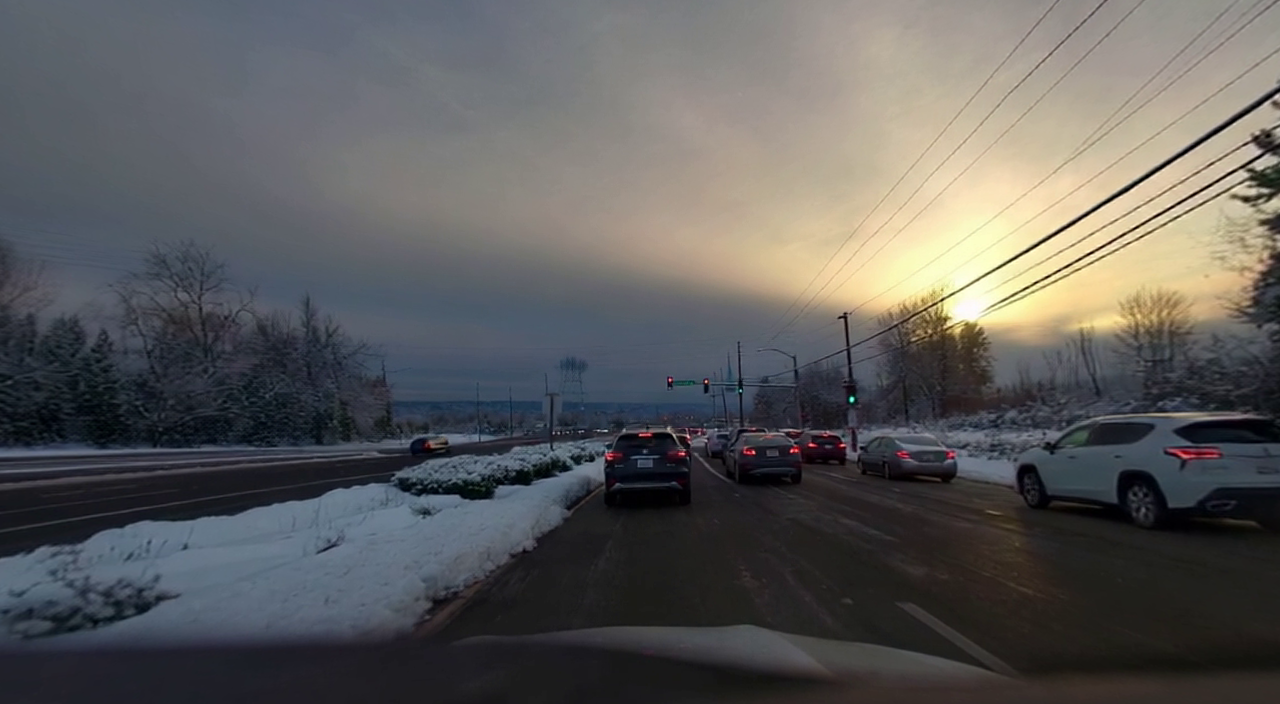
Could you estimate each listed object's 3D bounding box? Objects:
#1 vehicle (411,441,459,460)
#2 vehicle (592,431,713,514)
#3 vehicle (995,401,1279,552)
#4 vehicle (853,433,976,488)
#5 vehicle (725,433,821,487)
[{"bbox_3d":[-15.827,7.610,48.932,1.986,1.404,4.177,-1,-8,5],"label":"vehicle"},{"bbox_3d":[0.266,2.526,13.730,2.208,1.498,4.401,0,-8,1],"label":"vehicle"},{"bbox_3d":[8.281,1.864,10.146,2.195,1.802,5.051,0,-8,1],"label":"vehicle"},{"bbox_3d":[8.199,3.277,19.350,1.905,1.483,4.469,-1,-8,3],"label":"vehicle"},{"bbox_3d":[3.944,3.306,19.554,2.028,1.454,4.531,0,-8,0],"label":"vehicle"}]
